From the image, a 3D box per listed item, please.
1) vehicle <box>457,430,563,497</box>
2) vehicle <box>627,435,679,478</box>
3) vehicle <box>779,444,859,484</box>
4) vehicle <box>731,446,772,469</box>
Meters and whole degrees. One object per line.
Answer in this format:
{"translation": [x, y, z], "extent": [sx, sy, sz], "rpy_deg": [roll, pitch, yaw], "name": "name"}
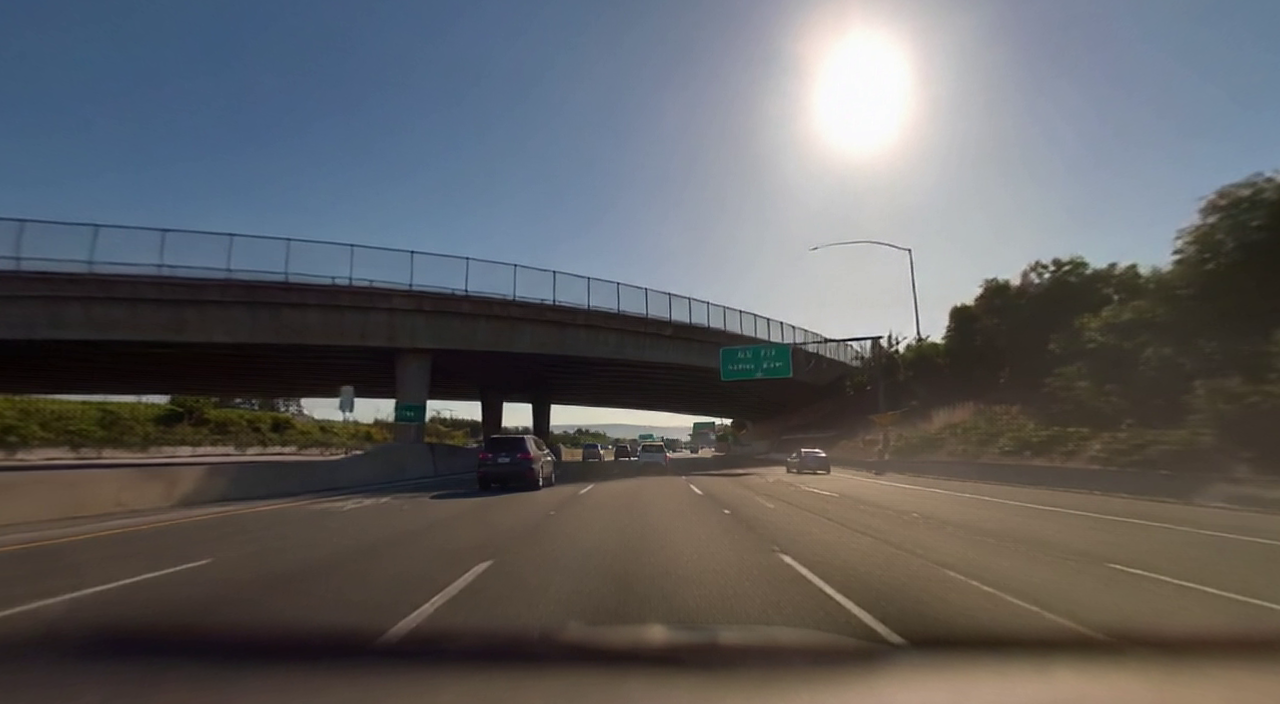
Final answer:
{"translation": [-3.746, 3.321, 19.068], "extent": [2.142, 1.759, 4.297], "rpy_deg": [0, -9, 2], "name": "vehicle"}
{"translation": [0.608, 4.954, 29.985], "extent": [2.270, 1.862, 4.949], "rpy_deg": [0, -9, 1], "name": "vehicle"}
{"translation": [7.125, 4.499, 25.598], "extent": [1.936, 1.480, 4.373], "rpy_deg": [0, -9, 0], "name": "vehicle"}
{"translation": [7.498, 7.170, 42.884], "extent": [2.005, 1.456, 4.287], "rpy_deg": [0, -9, 0], "name": "vehicle"}
